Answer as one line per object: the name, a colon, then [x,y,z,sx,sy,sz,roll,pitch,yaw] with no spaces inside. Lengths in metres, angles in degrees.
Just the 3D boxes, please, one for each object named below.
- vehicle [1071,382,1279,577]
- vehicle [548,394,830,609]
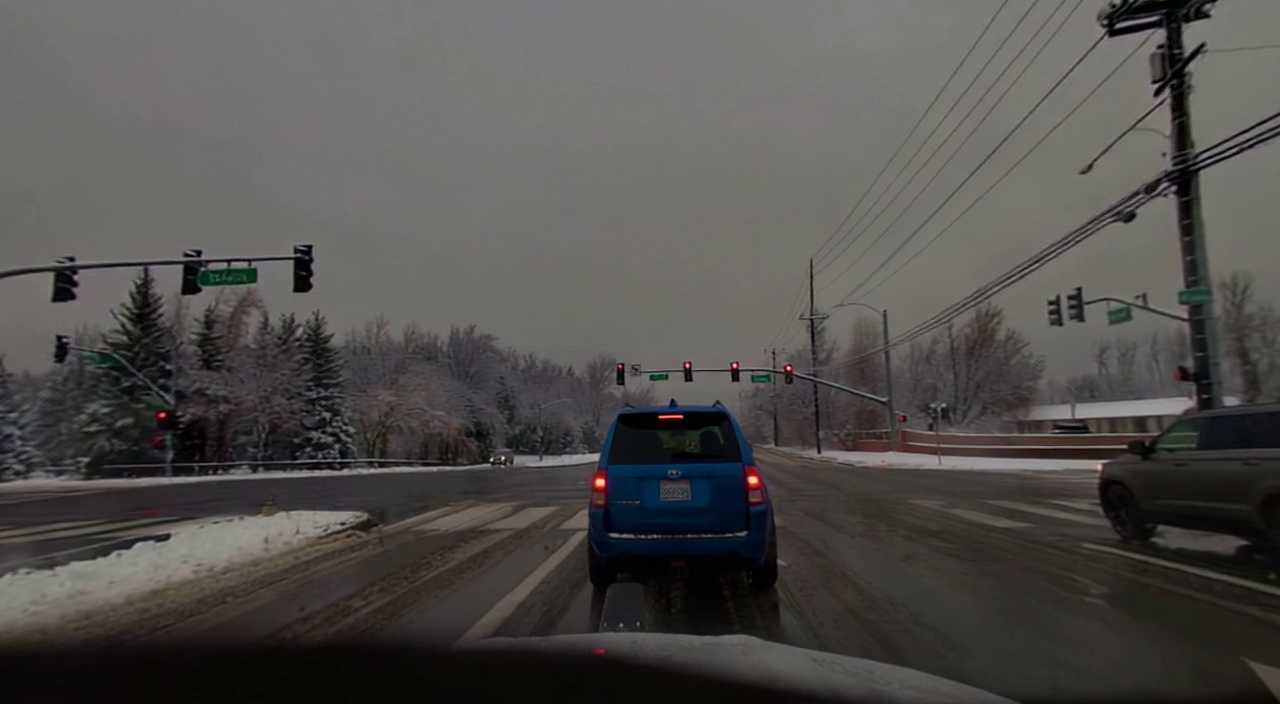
vehicle: [7.143,1.292,6.575,2.119,1.827,4.806,-1,-9,4]
vehicle: [0.479,1.541,7.351,2.285,1.729,4.252,-1,-9,3]
